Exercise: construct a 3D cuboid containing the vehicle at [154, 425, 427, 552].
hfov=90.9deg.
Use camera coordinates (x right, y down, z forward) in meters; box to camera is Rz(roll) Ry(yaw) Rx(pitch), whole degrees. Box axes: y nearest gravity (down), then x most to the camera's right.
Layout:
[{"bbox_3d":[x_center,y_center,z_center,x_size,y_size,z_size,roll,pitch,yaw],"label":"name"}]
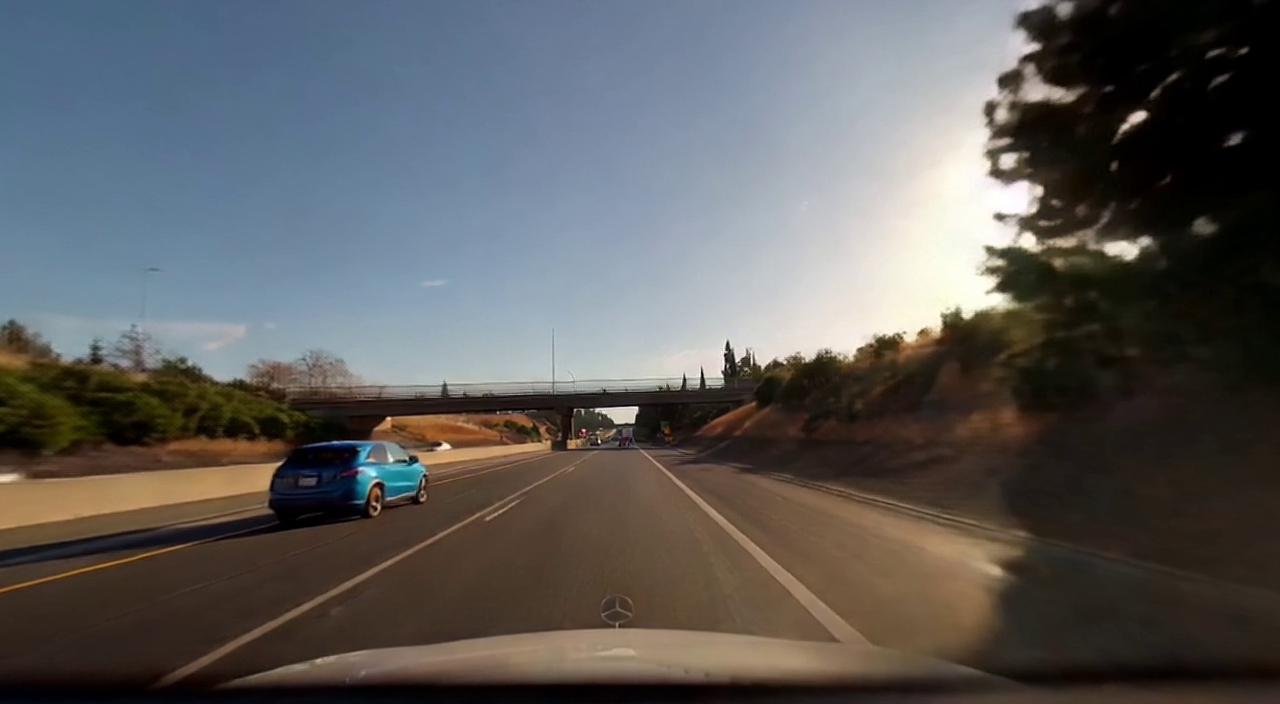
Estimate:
[{"bbox_3d":[-4.838,1.892,9.497,1.965,1.513,3.774,0,-8,-1],"label":"vehicle"}]
